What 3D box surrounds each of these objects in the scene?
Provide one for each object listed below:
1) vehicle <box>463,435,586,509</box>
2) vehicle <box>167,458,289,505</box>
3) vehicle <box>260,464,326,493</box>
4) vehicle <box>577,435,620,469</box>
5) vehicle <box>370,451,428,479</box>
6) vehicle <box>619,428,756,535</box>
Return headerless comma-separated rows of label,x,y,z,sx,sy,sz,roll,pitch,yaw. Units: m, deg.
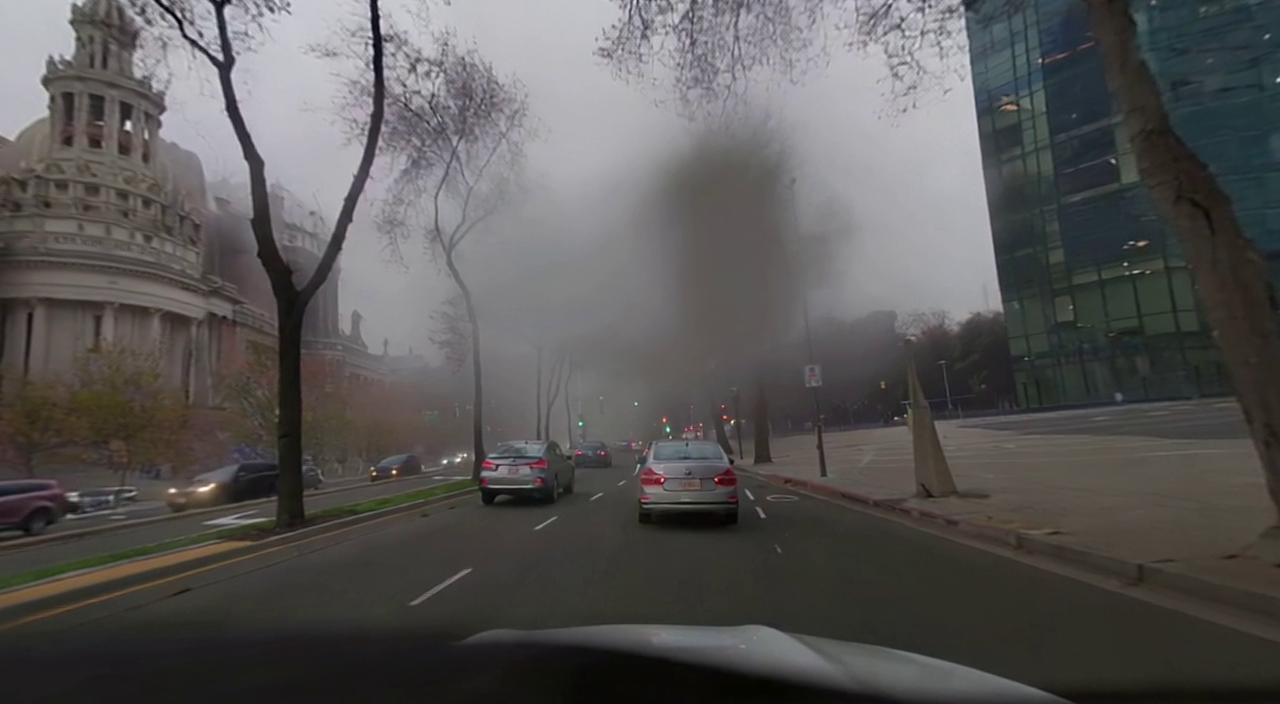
vehicle,-2.592,2.805,15.253,1.961,1.517,4.202,0,-9,3
vehicle,-16.945,5.317,26.267,2.075,1.700,4.405,0,-9,0
vehicle,-23.283,8.473,42.508,2.003,1.747,4.505,0,-9,-2
vehicle,-2.240,5.540,35.133,1.969,1.764,4.160,0,-9,2
vehicle,-16.656,7.790,43.846,2.024,1.782,4.827,0,-9,1
vehicle,0.736,2.134,10.936,1.933,1.504,3.802,0,-9,2
